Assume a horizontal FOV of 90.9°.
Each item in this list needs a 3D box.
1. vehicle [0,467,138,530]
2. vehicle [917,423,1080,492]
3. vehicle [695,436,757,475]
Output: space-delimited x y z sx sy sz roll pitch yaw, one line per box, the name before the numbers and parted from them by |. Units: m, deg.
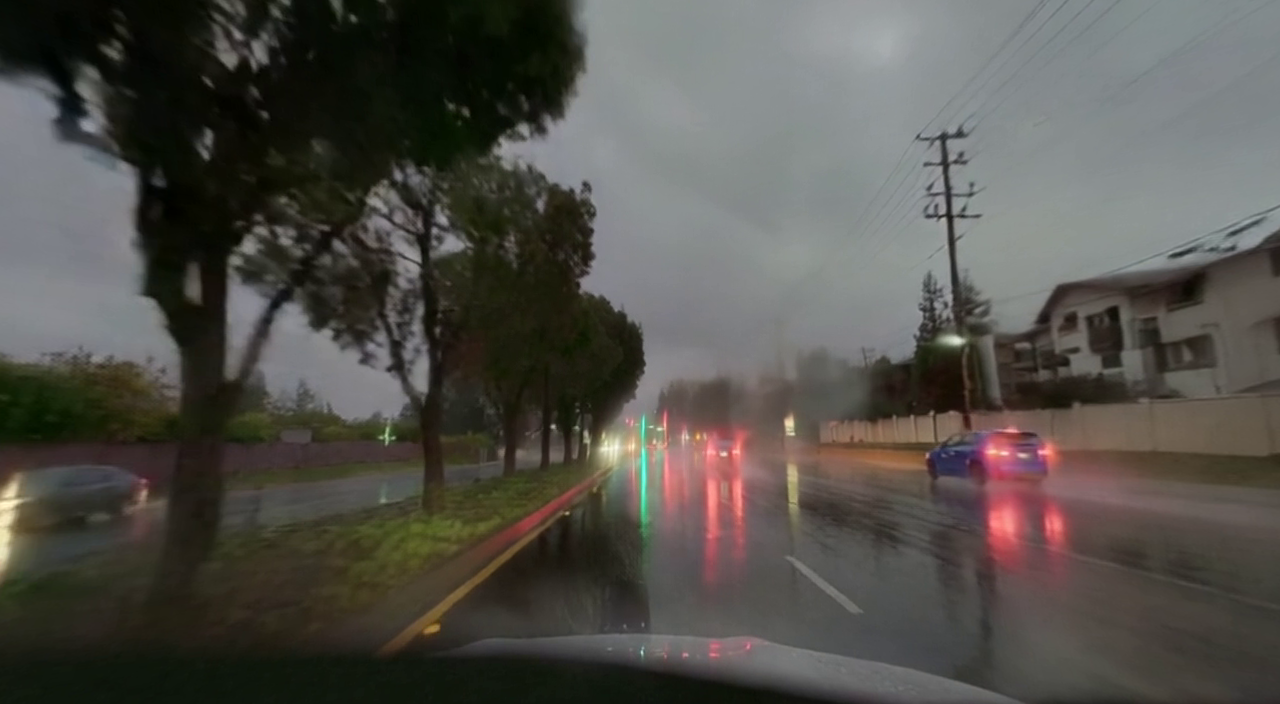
vehicle | -17.775 4.248 18.716 1.952 1.468 4.487 0 -8 1
vehicle | 9.890 2.934 17.894 1.978 1.700 4.461 0 -8 0
vehicle | 3.554 4.364 26.799 2.063 1.481 4.247 0 -8 0
